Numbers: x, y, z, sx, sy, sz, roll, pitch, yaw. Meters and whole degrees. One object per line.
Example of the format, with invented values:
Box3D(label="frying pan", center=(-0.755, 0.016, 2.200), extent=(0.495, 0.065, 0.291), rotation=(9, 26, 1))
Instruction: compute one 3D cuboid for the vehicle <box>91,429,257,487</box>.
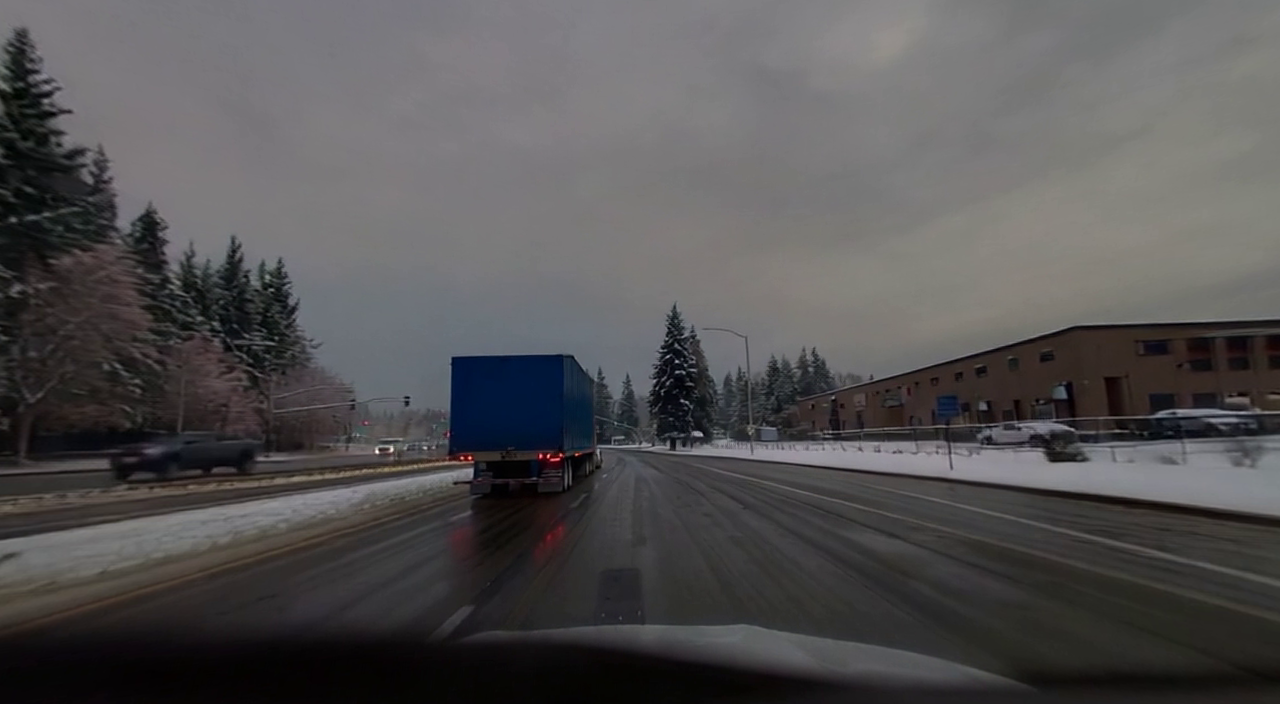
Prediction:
Box3D(label="vehicle", center=(-15.122, 3.449, 20.934), extent=(2.157, 1.680, 4.524), rotation=(0, -8, -2))

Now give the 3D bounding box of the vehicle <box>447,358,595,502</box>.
Box3D(label="vehicle", center=(-3.135, 2.452, 19.357), extent=(2.910, 3.419, 8.376), rotation=(0, -8, 0))
